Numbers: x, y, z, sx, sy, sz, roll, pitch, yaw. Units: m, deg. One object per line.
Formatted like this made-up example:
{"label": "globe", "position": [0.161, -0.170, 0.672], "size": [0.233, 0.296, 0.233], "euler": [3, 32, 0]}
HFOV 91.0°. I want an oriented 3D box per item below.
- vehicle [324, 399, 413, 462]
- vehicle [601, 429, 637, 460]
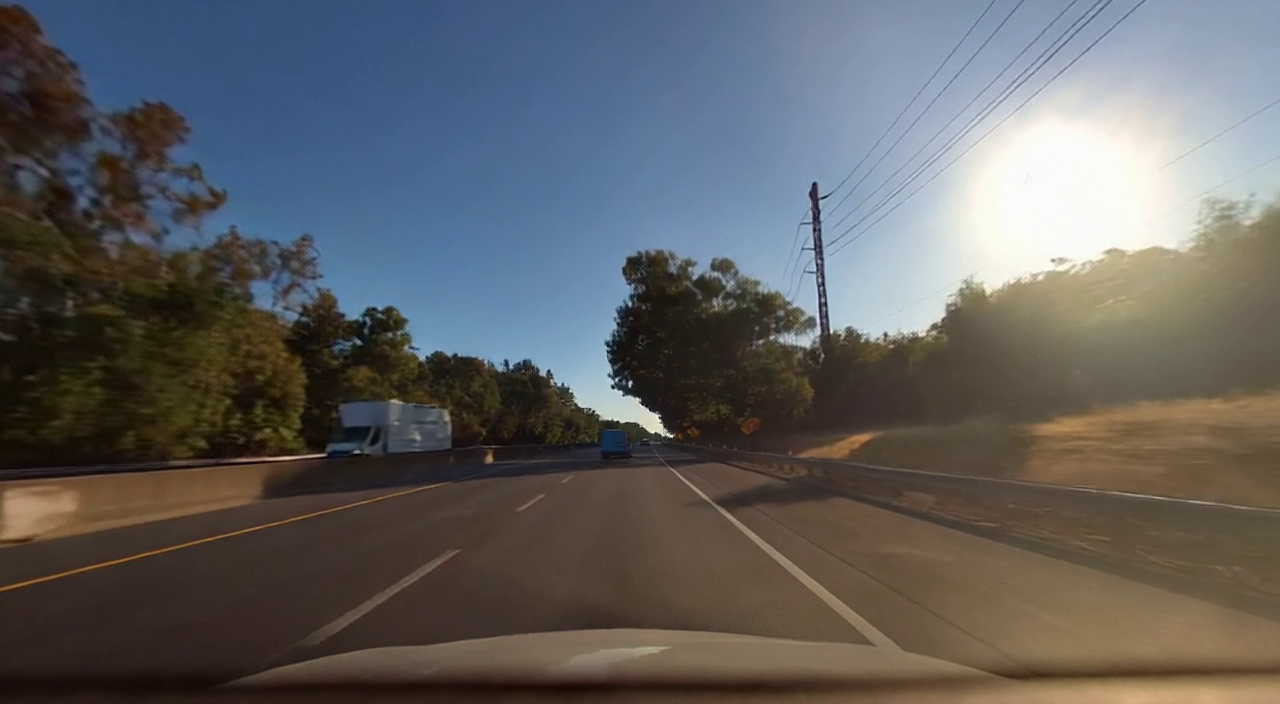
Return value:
{"label": "vehicle", "position": [-17.233, 5.096, 40.502], "size": [2.996, 3.754, 5.848], "euler": [0, -8, 0]}
{"label": "vehicle", "position": [-1.290, 5.929, 40.356], "size": [2.041, 1.856, 4.353], "euler": [0, -8, 1]}
